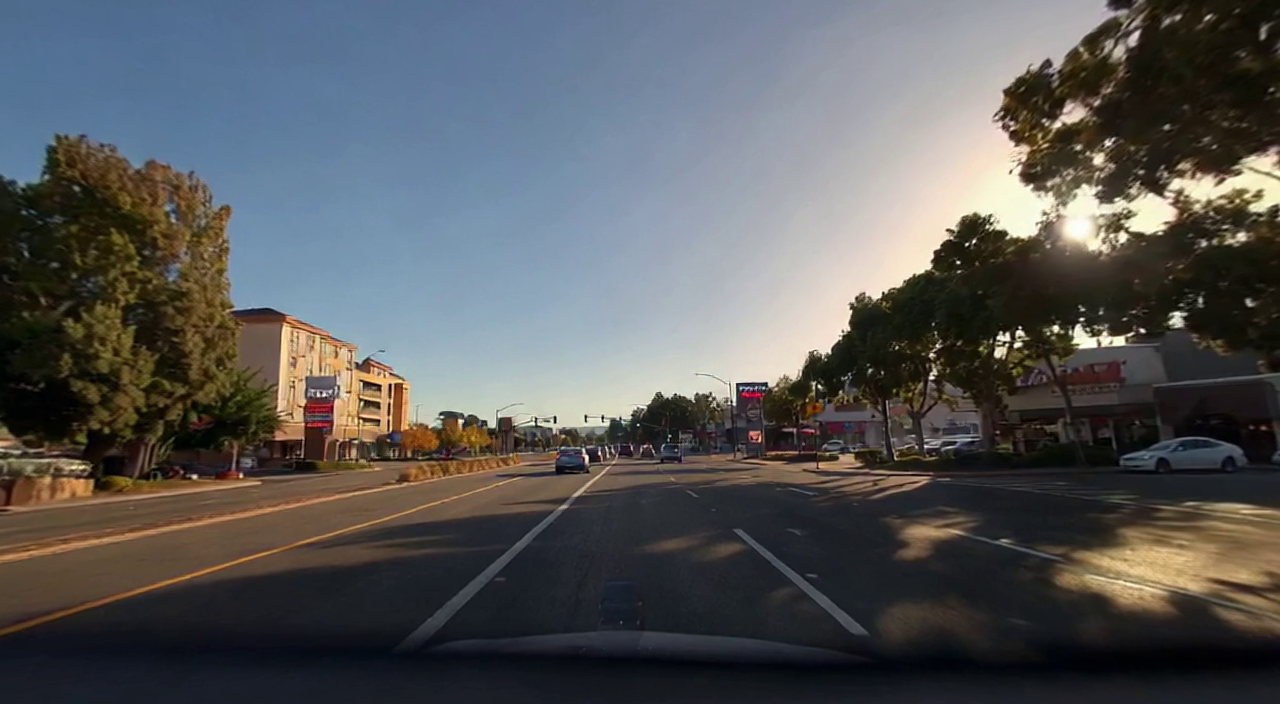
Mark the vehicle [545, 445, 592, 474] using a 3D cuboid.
[{"bbox_3d":[-3.839,5.862,34.688,2.097,1.497,4.571,0,-9,0],"label":"vehicle"}]

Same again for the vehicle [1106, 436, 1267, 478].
[{"bbox_3d":[21.477,4.124,24.972,4.551,1.555,2.018,0,-9,-3],"label":"vehicle"}]
